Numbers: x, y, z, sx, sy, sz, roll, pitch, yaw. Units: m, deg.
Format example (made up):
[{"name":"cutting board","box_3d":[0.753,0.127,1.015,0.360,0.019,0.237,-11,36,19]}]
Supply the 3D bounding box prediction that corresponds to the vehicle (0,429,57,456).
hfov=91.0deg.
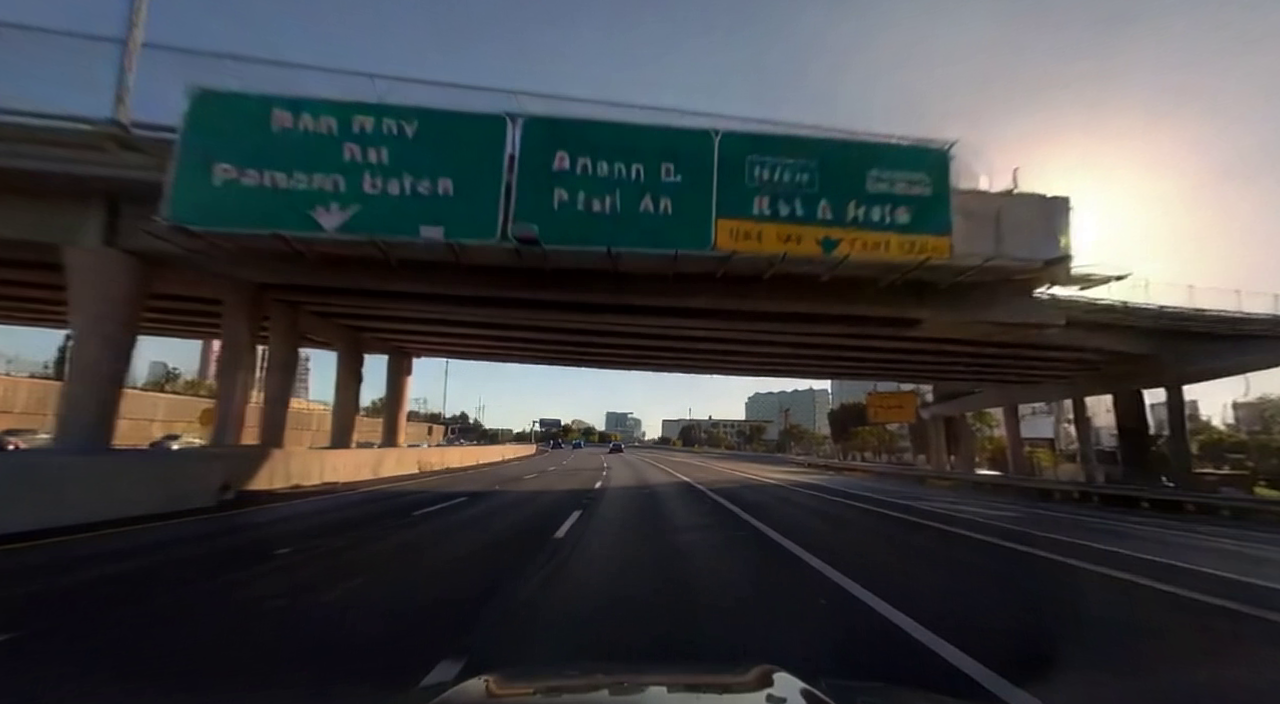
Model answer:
[{"name":"vehicle","box_3d":[-45.085,6.450,44.766,2.254,1.840,5.338,0,-9,-2]}]
